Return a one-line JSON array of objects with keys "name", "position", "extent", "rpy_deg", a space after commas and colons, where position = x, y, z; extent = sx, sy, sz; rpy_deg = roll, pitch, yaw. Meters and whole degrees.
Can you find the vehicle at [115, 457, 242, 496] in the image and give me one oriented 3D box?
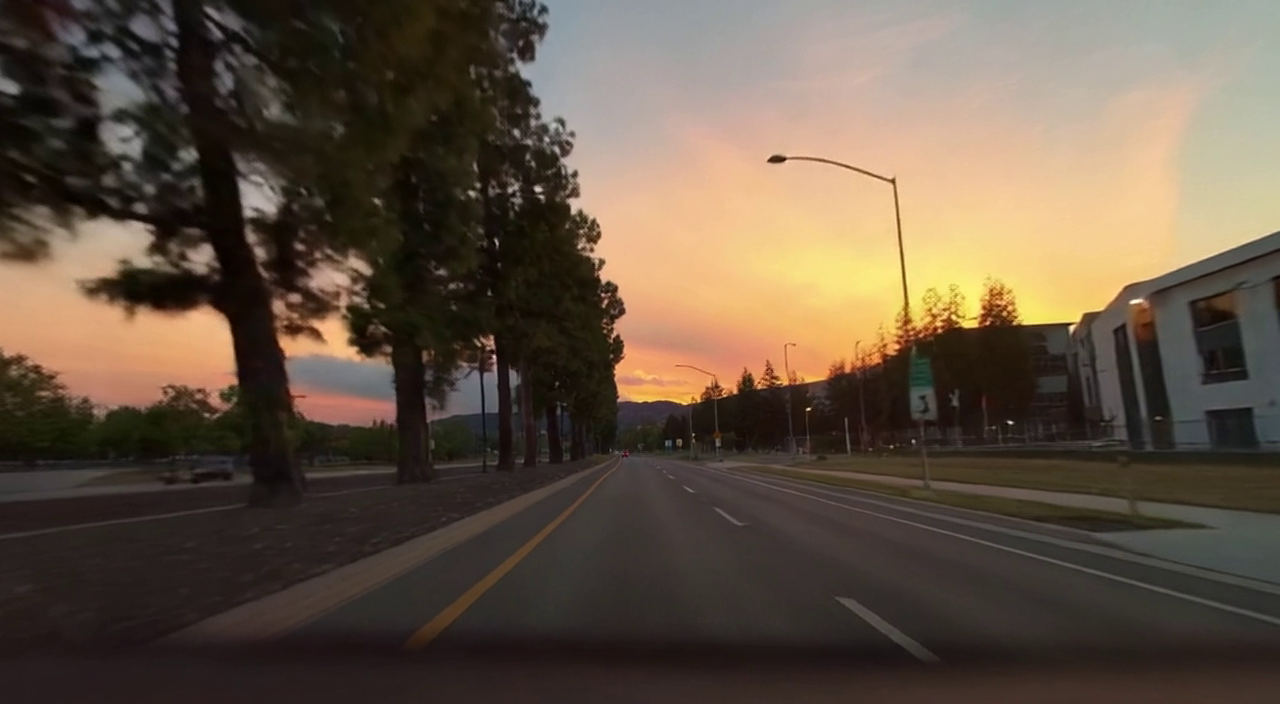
[{"name": "vehicle", "position": [-19.155, 5.170, 26.541], "extent": [1.790, 1.453, 4.618], "rpy_deg": [0, -10, 0]}]
